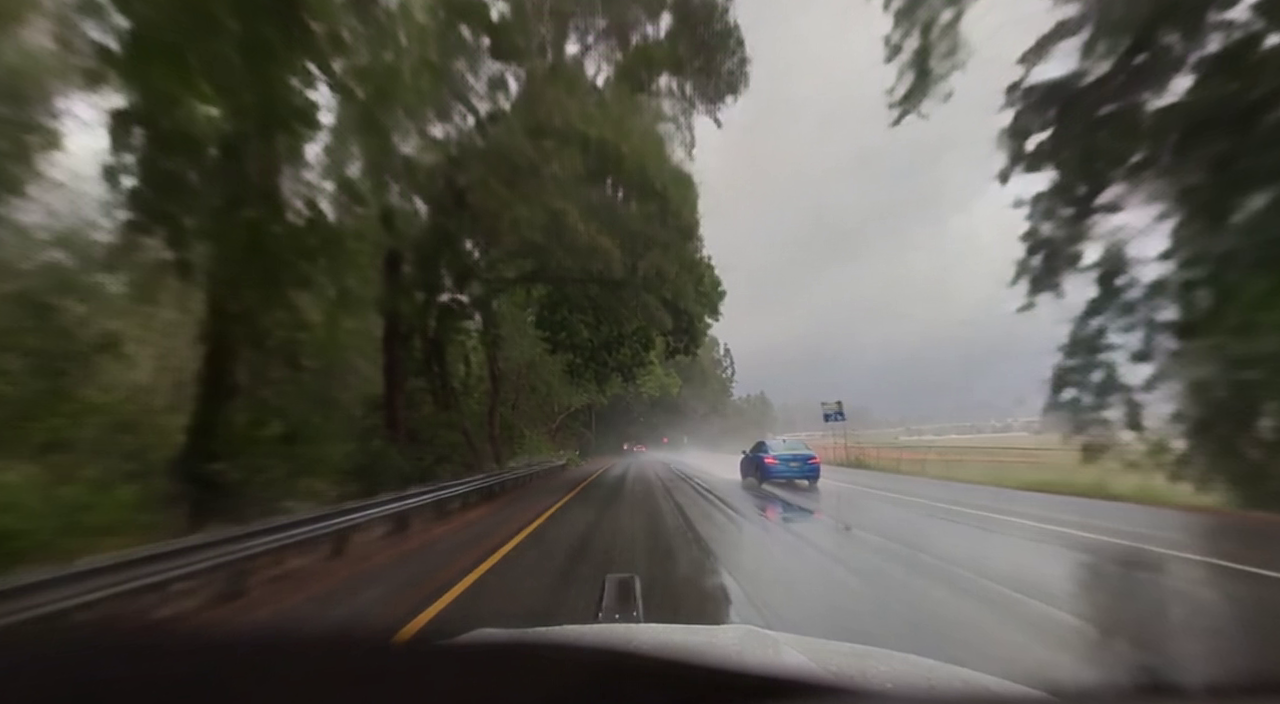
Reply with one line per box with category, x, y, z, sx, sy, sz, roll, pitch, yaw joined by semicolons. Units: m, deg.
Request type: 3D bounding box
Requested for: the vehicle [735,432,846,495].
vehicle;4.129;3.114;18.094;1.905;1.525;4.719;0;-8;-1
